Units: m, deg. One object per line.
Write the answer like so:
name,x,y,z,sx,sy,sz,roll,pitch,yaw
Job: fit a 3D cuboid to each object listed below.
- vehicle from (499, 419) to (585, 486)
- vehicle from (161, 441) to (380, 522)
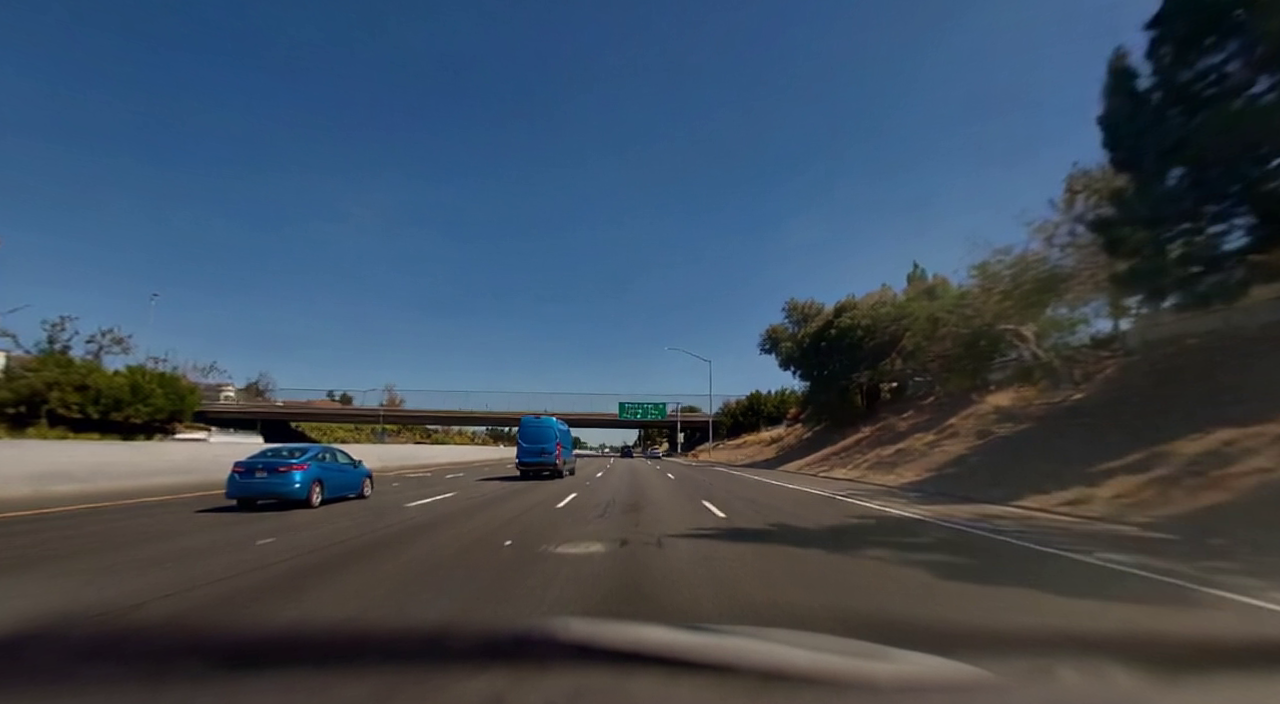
vehicle,-3.609,3.851,24.273,2.372,2.248,5.393,0,-9,1
vehicle,-7.894,2.773,14.145,1.987,1.490,4.781,0,-8,0
